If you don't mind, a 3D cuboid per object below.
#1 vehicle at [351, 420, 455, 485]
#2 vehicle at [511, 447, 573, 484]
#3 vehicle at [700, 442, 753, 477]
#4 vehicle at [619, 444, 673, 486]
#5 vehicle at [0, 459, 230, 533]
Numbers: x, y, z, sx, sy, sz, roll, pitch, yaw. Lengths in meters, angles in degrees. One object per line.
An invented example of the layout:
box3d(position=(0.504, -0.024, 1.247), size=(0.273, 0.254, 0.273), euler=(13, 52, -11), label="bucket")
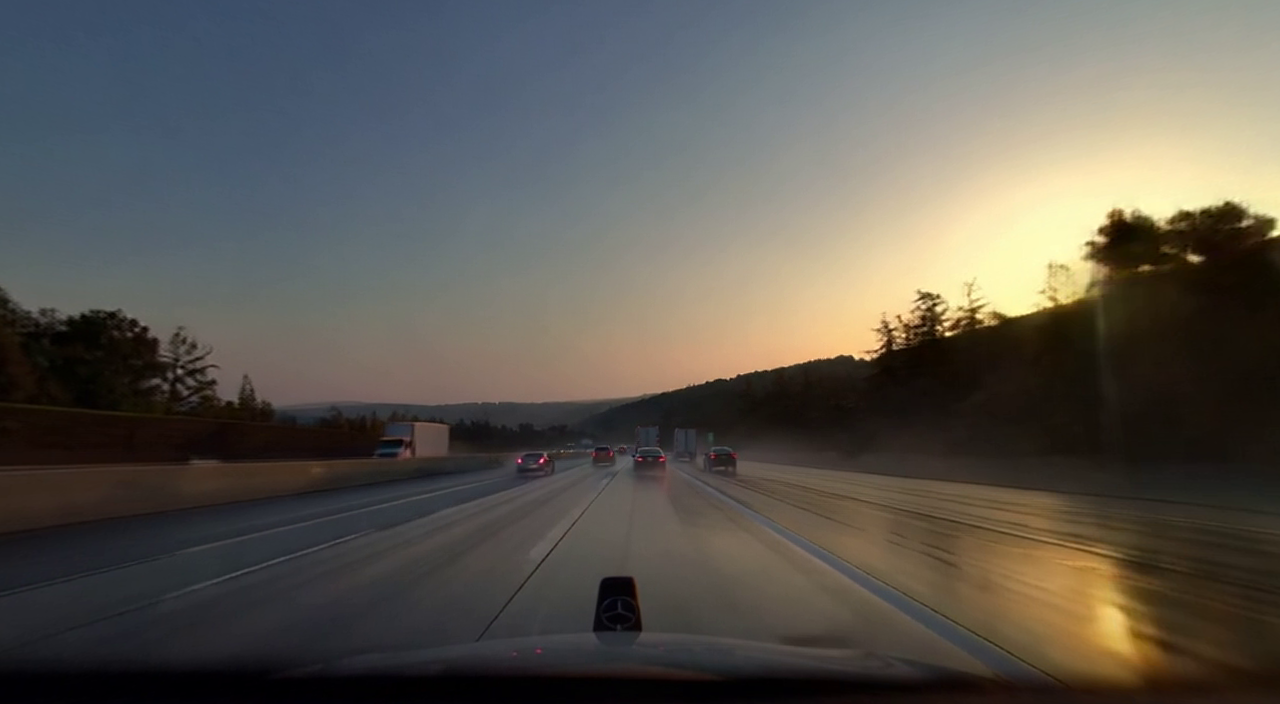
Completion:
box3d(position=(-12.524, 5.416, 33.902), size=(2.653, 3.121, 6.846), euler=(-1, -9, 3), label="vehicle")
box3d(position=(-4.167, 4.909, 27.368), size=(1.967, 1.473, 4.439), euler=(0, -9, 1), label="vehicle")
box3d(position=(4.345, 5.488, 32.100), size=(2.018, 1.639, 4.149), euler=(0, -9, -1), label="vehicle")
box3d(position=(0.233, 4.607, 25.812), size=(2.015, 1.526, 4.286), euler=(0, -9, 0), label="vehicle")
box3d(position=(-12.794, 3.484, 15.718), size=(1.923, 1.488, 4.501), euler=(0, -9, 0), label="vehicle")
